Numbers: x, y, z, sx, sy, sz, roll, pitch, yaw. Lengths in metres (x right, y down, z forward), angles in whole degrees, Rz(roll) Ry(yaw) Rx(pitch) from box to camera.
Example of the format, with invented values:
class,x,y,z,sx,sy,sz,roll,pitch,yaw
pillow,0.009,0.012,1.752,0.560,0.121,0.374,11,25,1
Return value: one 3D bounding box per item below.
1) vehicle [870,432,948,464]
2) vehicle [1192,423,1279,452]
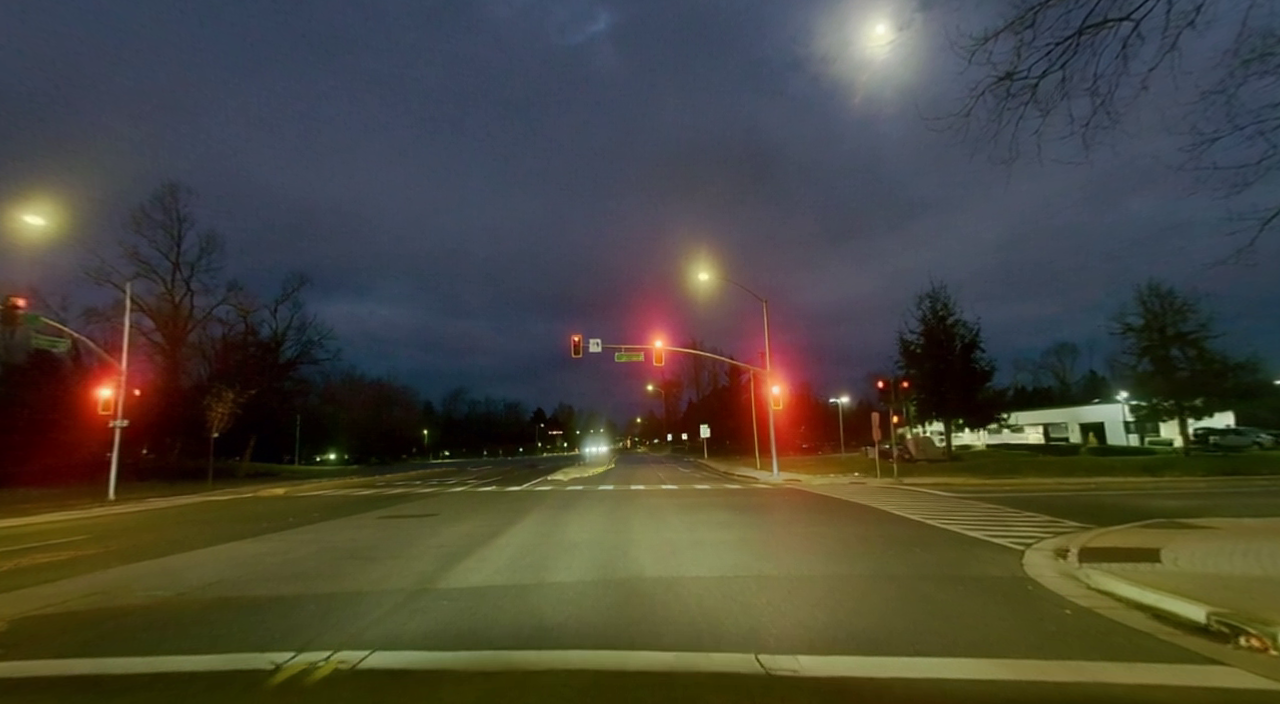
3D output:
class,x,y,z,sx,sy,sz,roll,pitch,yaw
vehicle,14.950,5.378,35.386,1.959,1.471,4.570,-4,-9,-5
vehicle,34.090,4.866,35.745,1.832,1.521,4.266,0,-9,1
